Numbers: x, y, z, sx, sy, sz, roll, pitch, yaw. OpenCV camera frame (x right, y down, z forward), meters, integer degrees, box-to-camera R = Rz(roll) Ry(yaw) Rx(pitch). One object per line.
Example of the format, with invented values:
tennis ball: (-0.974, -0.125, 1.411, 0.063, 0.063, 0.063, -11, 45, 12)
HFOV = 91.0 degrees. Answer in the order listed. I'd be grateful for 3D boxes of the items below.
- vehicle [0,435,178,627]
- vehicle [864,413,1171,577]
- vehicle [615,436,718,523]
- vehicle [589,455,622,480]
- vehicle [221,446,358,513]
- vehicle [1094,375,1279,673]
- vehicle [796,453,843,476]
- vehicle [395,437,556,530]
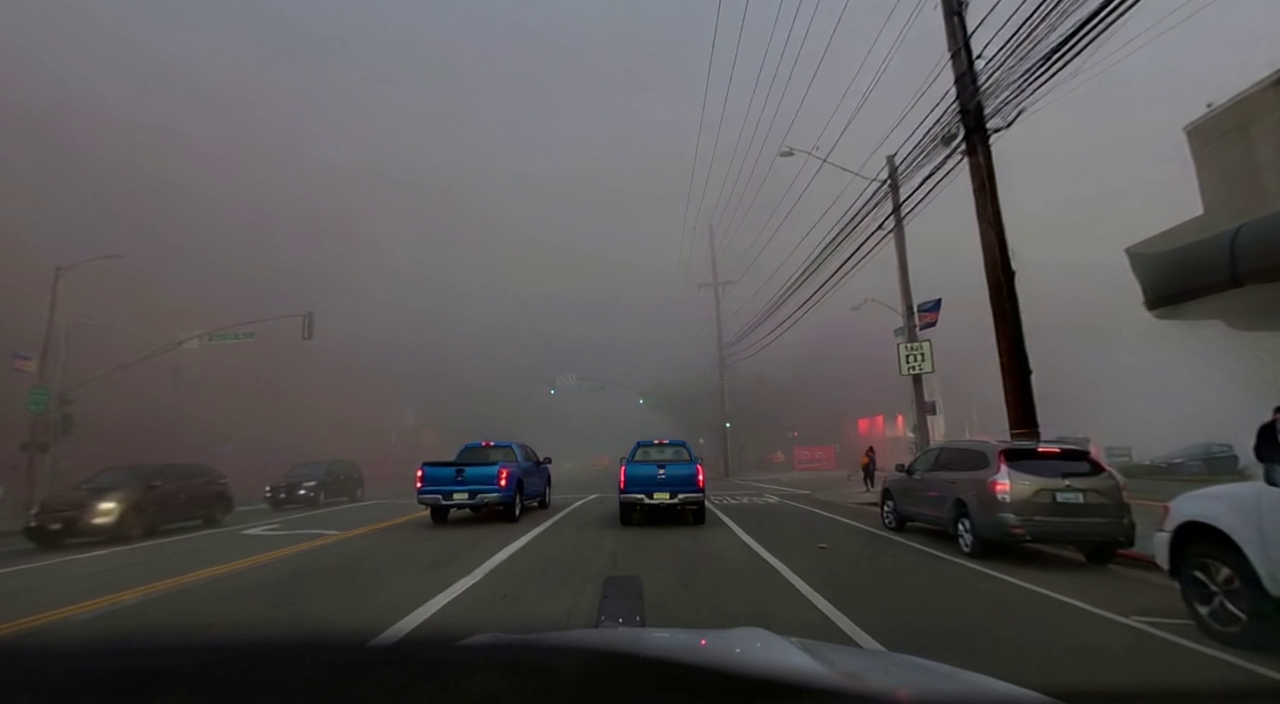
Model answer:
vehicle: (-6.228, 1.403, 4.791, 1.994, 1.551, 4.414, 0, -9, 1)
vehicle: (5.089, 1.960, 9.490, 1.974, 1.823, 4.576, 0, -9, 3)
vehicle: (0.796, 2.925, 15.092, 2.089, 1.699, 4.650, -1, -9, 7)
vehicle: (-2.606, 8.896, 48.692, 2.140, 1.768, 5.092, 0, -9, 1)
vehicle: (-11.500, 4.150, 21.153, 2.133, 1.952, 4.856, 1, -9, -5)
vehicle: (4.865, 0.900, 2.848, 2.007, 1.786, 4.870, 0, -9, 1)
vehicle: (13.392, 8.394, 47.255, 2.075, 1.556, 4.585, 1, -9, -1)
vehicle: (-3.139, 2.615, 13.166, 1.995, 1.554, 4.618, 0, -9, 1)
